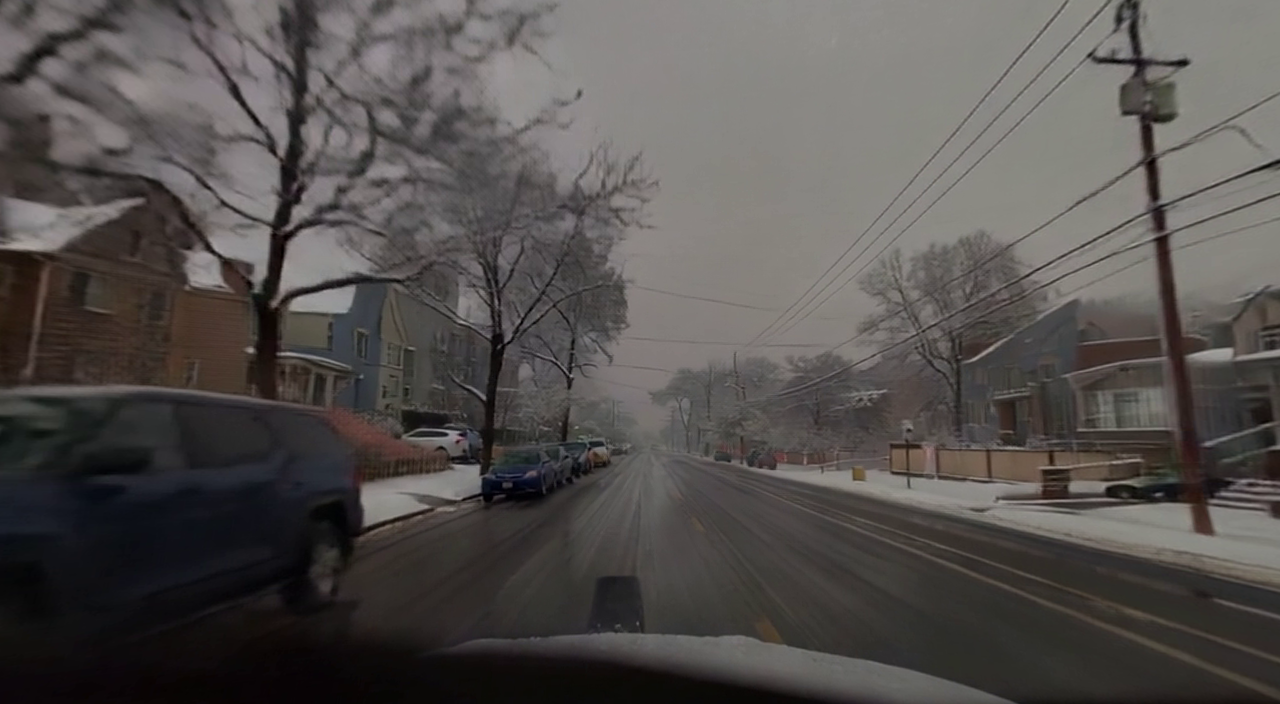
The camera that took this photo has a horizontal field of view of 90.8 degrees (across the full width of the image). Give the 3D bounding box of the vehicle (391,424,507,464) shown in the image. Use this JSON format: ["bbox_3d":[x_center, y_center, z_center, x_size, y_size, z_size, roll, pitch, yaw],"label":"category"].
[{"bbox_3d":[-11.650,5.658,38.907,6.180,2.011,2.493,3,-8,1],"label":"vehicle"}]

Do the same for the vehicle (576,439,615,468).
[{"bbox_3d":[-3.120,7.263,45.510,2.290,1.924,5.536,-1,-9,1],"label":"vehicle"}]

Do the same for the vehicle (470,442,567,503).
[{"bbox_3d":[-3.505,3.564,19.174,1.917,1.516,4.898,-2,-9,1],"label":"vehicle"}]

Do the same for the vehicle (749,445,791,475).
[{"bbox_3d":[9.817,8.202,48.102,2.156,1.882,4.790,7,-8,2],"label":"vehicle"}]

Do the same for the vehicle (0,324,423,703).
[{"bbox_3d":[-3.726,1.121,4.559,2.189,1.887,5.616,0,-8,1],"label":"vehicle"}]
